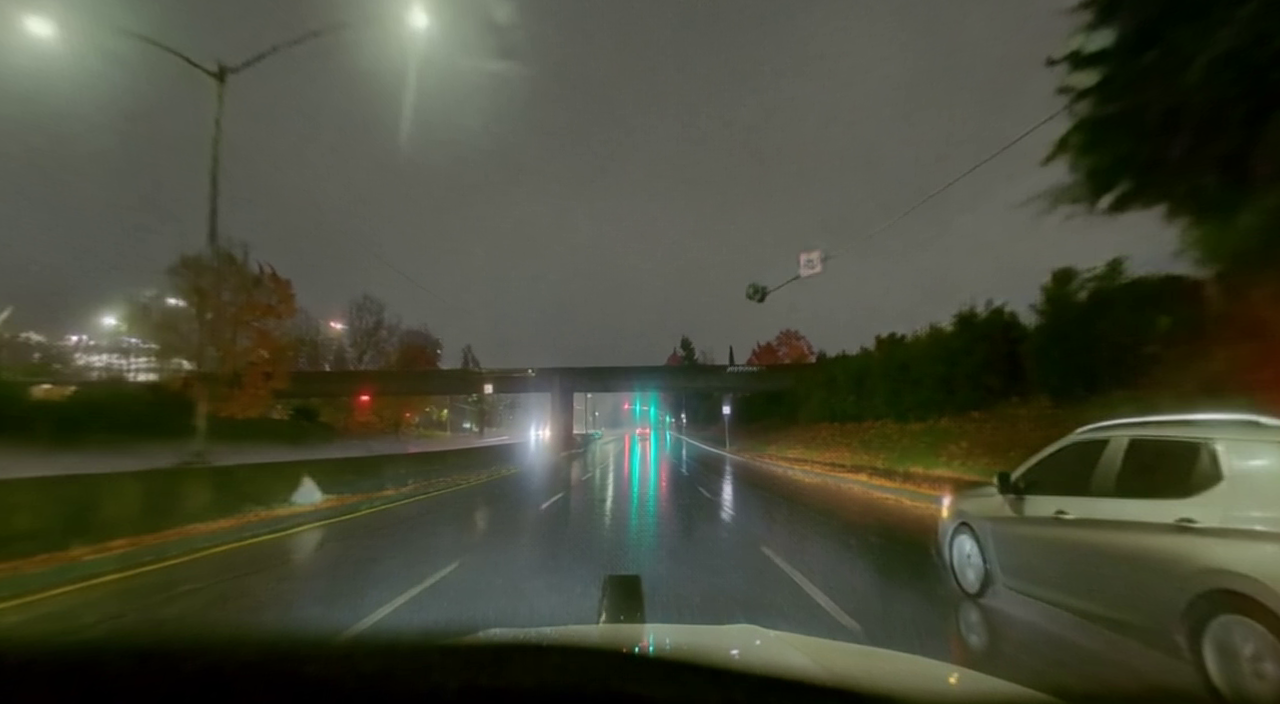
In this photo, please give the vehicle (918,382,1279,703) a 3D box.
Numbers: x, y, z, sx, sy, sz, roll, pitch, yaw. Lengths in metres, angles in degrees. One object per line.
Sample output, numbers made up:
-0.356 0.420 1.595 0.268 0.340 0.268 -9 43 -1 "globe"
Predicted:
3.584 1.046 3.491 2.063 1.542 4.420 0 -9 0 "vehicle"
